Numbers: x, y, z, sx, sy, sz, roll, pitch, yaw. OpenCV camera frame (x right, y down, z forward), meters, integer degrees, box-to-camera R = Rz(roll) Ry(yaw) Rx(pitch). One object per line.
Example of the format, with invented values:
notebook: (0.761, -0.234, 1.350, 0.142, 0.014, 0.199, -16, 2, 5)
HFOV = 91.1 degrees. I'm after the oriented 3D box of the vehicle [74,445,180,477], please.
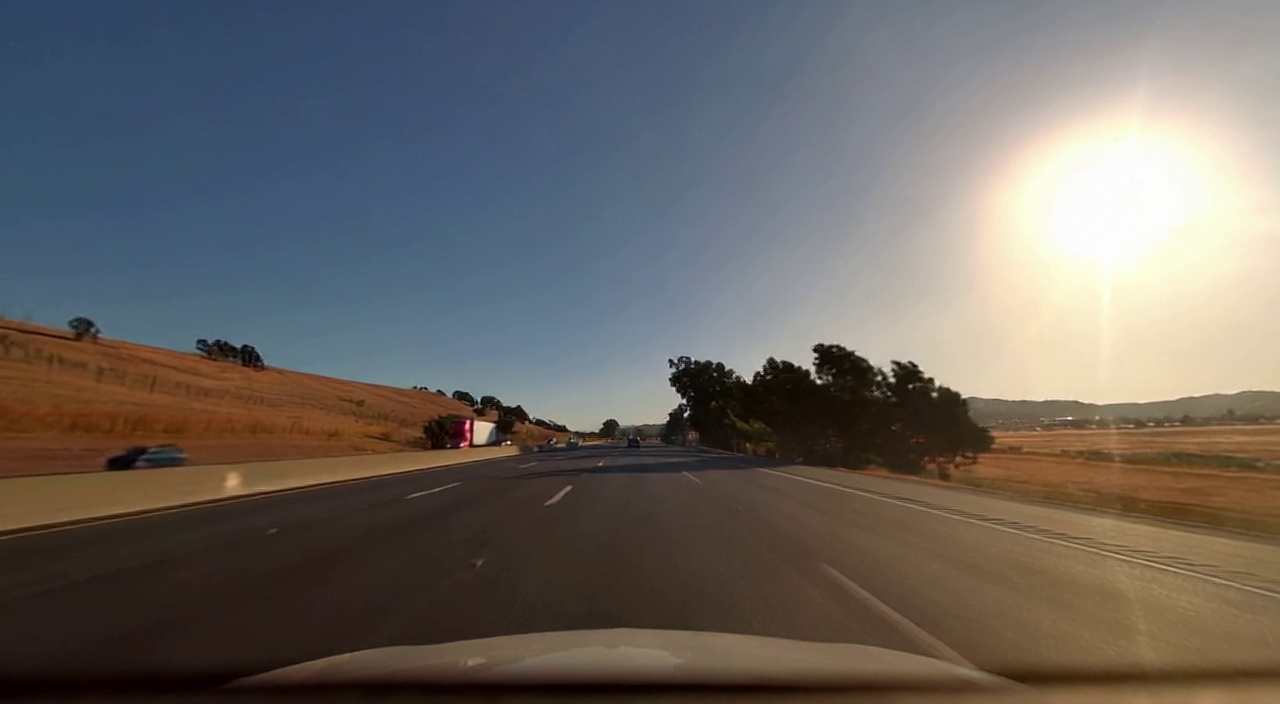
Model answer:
vehicle: (-26.939, 5.696, 33.257, 1.869, 1.506, 4.460, 0, -8, -1)
